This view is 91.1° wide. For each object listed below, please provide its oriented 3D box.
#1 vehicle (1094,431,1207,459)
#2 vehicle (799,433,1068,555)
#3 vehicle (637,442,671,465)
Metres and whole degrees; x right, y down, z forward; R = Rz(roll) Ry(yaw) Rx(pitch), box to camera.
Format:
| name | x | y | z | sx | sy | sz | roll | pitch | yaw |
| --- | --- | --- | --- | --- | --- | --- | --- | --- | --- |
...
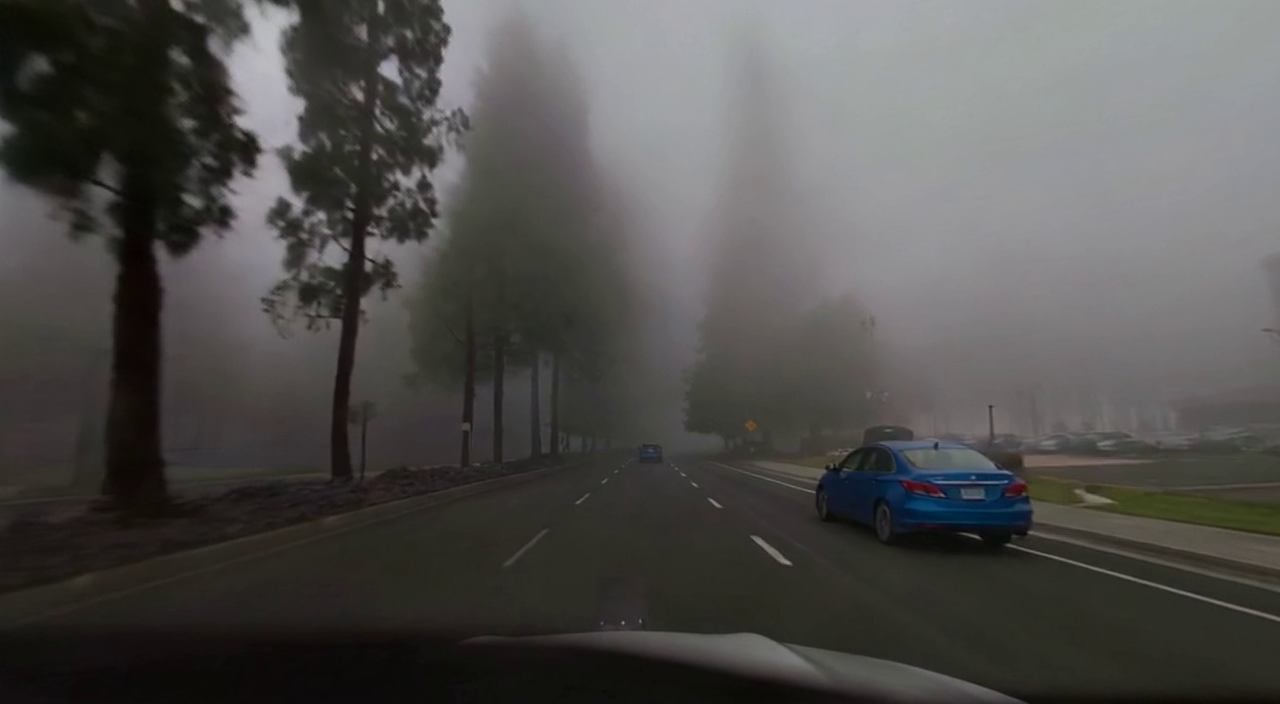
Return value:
| name | x | y | z | sx | sy | sz | roll | pitch | yaw |
| --- | --- | --- | --- | --- | --- | --- | --- | --- | --- |
| vehicle | 27.673 | 5.063 | 34.128 | 4.440 | 1.475 | 1.906 | 0 | -9 | 0 |
| vehicle | 4.211 | 2.099 | 10.080 | 2.053 | 1.482 | 4.568 | 0 | -9 | -1 |
| vehicle | 0.916 | 6.806 | 42.227 | 2.144 | 1.505 | 4.128 | 0 | -9 | 0 |
